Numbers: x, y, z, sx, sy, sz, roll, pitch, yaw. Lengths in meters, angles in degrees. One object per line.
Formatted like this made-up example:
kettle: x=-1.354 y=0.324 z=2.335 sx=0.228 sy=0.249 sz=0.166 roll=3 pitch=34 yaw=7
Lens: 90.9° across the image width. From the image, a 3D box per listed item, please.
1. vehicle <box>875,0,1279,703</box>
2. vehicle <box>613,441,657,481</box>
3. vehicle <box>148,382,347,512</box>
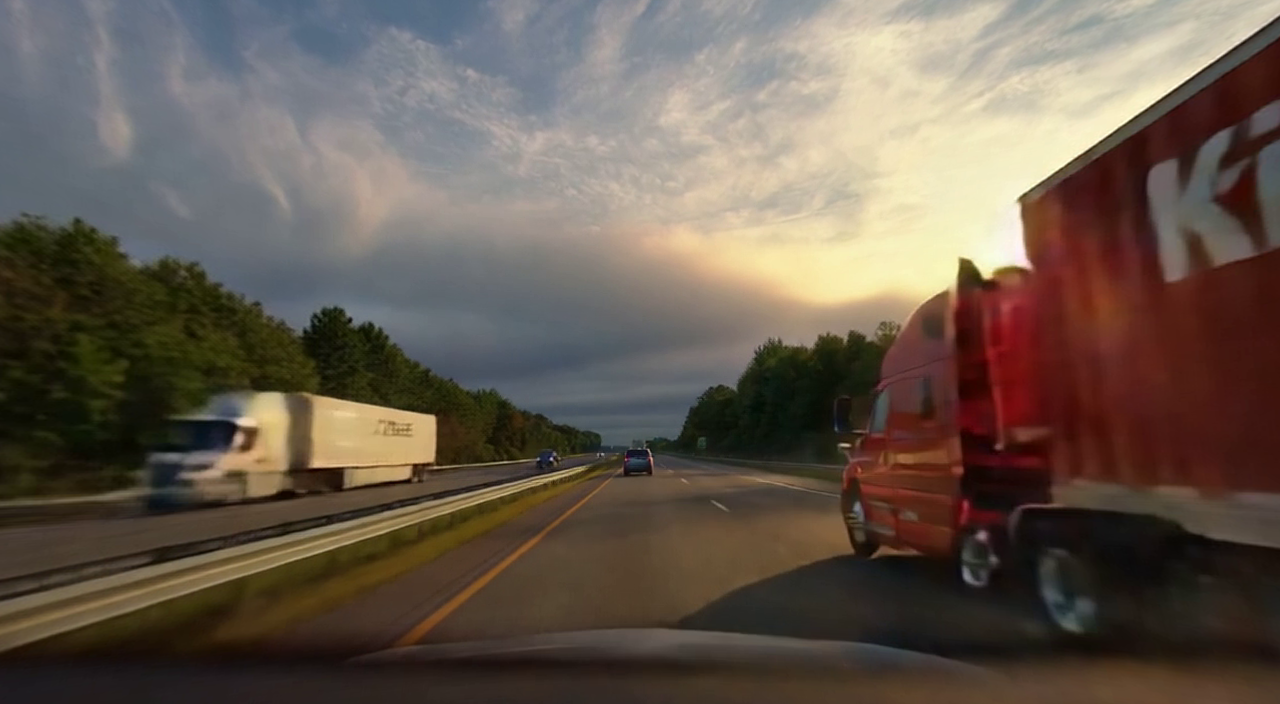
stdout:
vehicle: x=4.283 y=-0.536 z=0.779 sx=3.030 sy=3.985 sz=12.707 roll=0 pitch=-9 yaw=0
vehicle: x=-0.235 y=5.474 z=31.905 sx=2.105 sy=1.865 sz=4.102 roll=0 pitch=-9 yaw=0
vehicle: x=-13.444 y=3.360 z=22.392 sx=3.008 sy=3.963 sz=5.909 roll=0 pitch=-9 yaw=0
